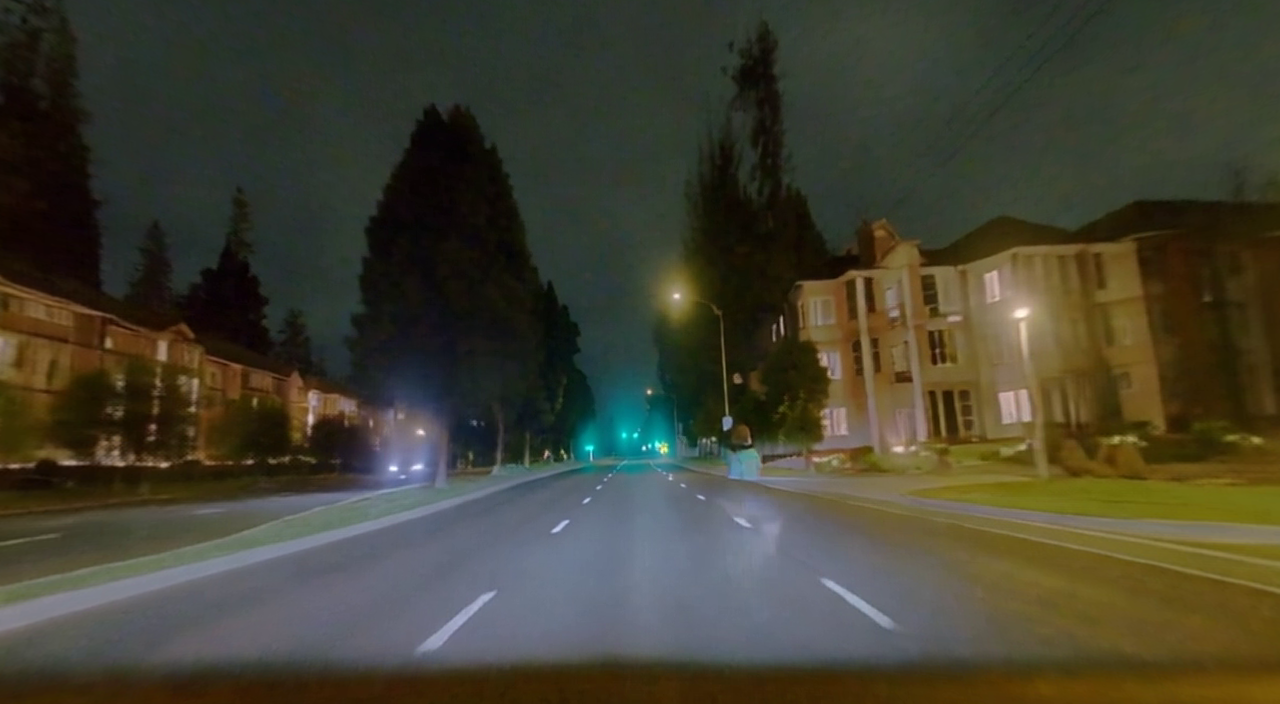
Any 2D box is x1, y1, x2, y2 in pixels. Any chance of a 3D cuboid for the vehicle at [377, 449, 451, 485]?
[{"bbox_3d":[-11.567,5.870,32.706,2.070,1.669,4.576,0,-8,0],"label":"vehicle"}]
